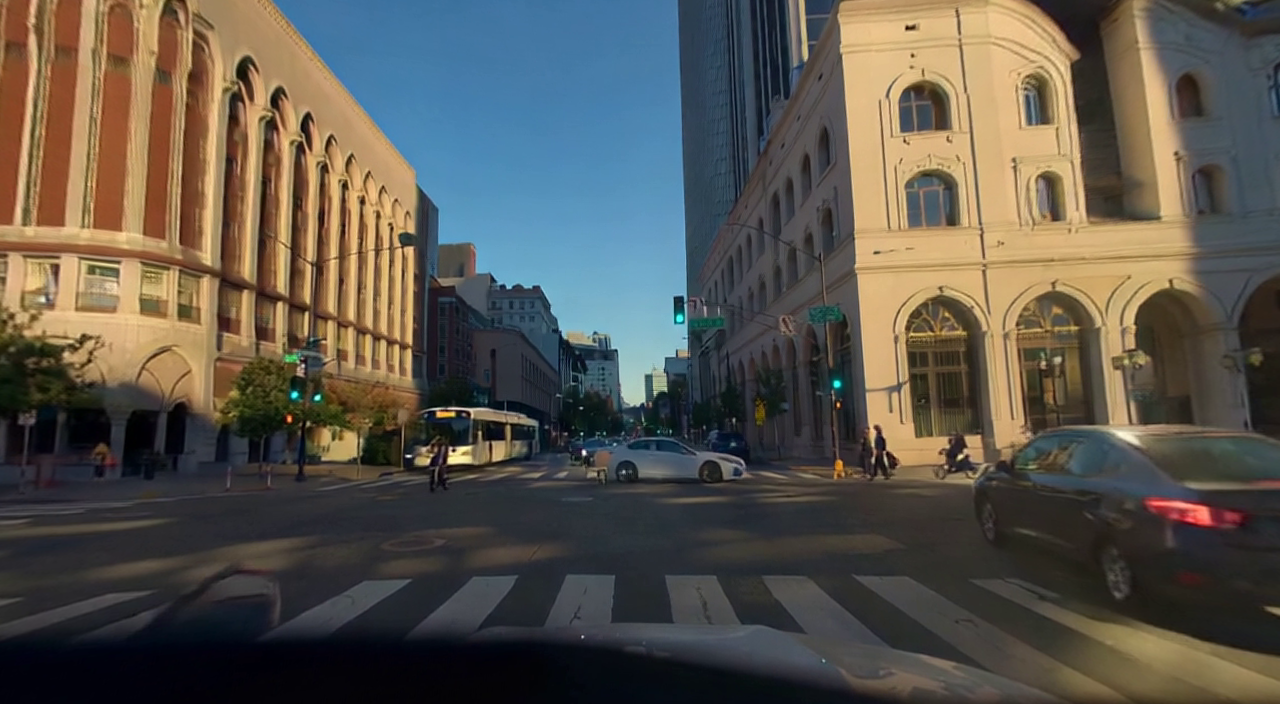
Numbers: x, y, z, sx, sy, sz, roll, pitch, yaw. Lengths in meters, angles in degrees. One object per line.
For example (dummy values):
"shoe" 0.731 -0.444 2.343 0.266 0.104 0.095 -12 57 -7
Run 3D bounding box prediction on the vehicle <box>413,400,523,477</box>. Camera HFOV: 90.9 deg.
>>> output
"vehicle" -8.675 4.636 33.483 2.916 3.427 10.189 0 -8 1

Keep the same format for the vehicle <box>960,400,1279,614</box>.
"vehicle" 4.966 1.398 6.563 2.006 1.495 4.271 -2 -9 15

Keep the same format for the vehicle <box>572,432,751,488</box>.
"vehicle" 0.518 3.301 19.470 5.388 1.465 2.050 -8 -10 40

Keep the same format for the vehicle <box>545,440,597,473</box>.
"vehicle" -3.163 4.878 29.730 1.904 1.402 4.759 0 -8 0
